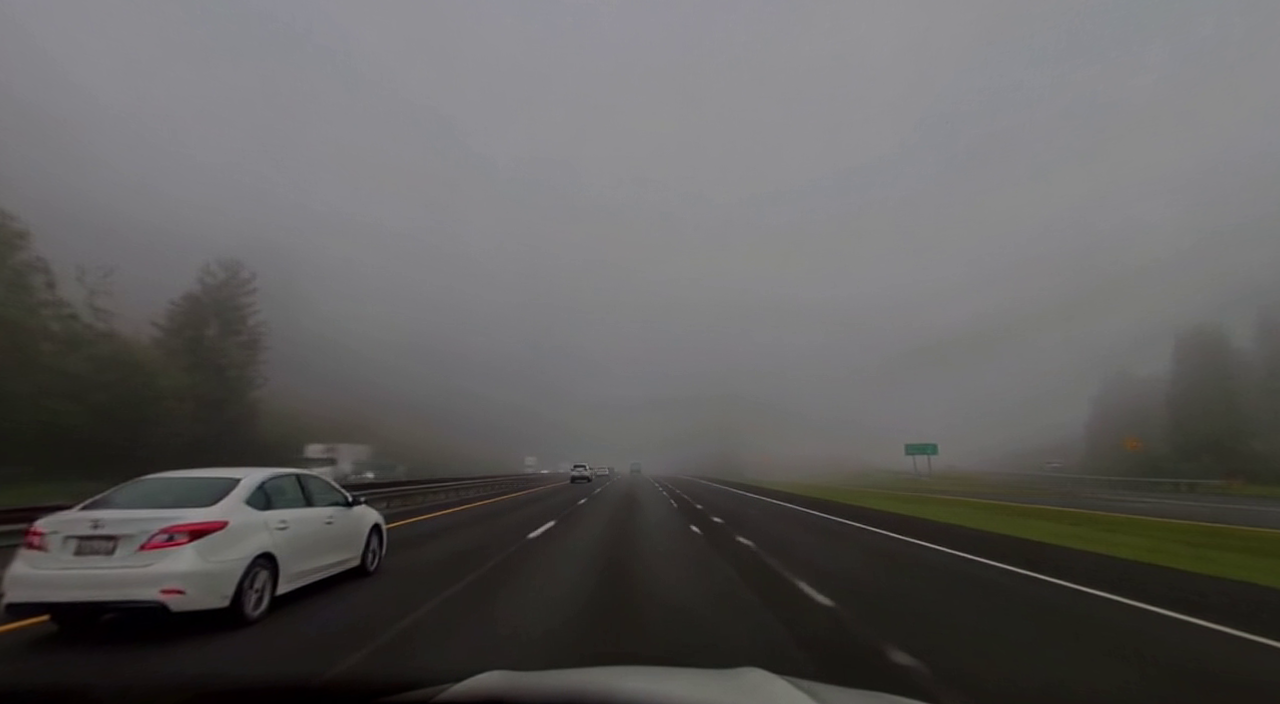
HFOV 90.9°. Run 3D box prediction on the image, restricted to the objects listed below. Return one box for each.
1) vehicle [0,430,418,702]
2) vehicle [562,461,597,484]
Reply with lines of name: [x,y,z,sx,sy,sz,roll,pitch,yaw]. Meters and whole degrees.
vehicle: [-3.827,1.555,5.685,1.998,1.427,4.462,1,-11,0]
vehicle: [-4.347,8.800,46.030,2.126,1.488,4.186,1,-11,-1]
